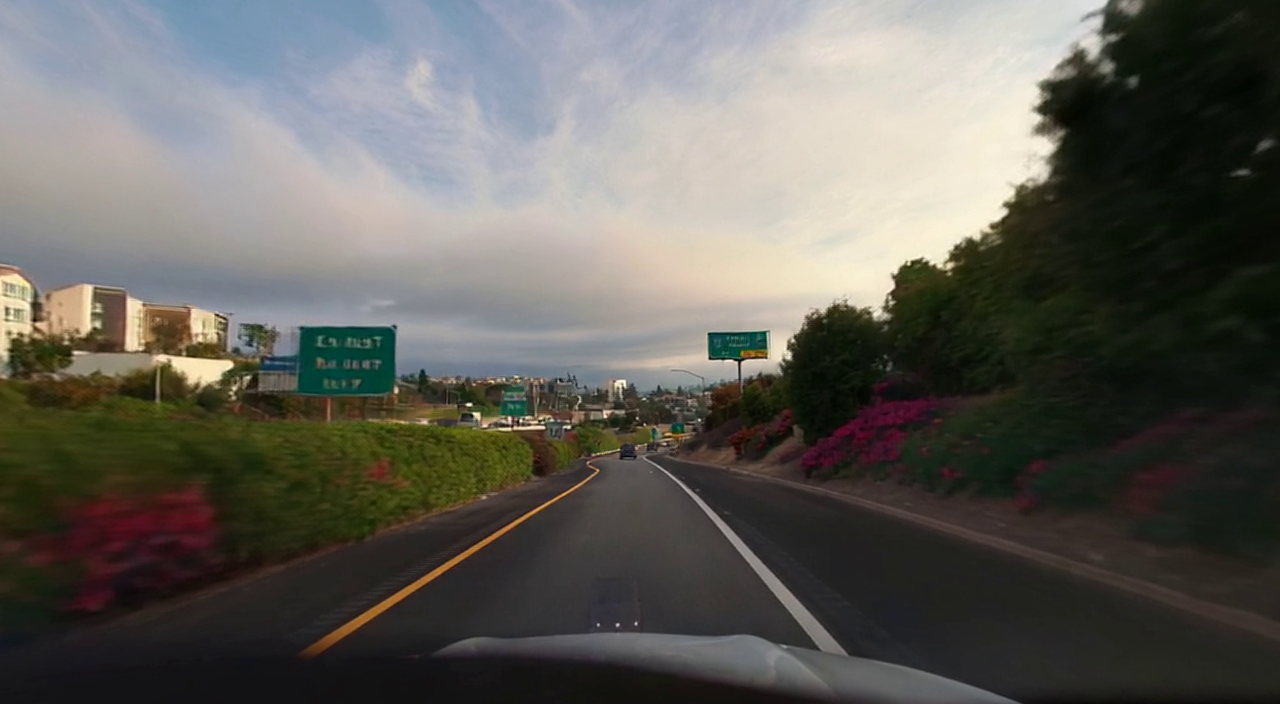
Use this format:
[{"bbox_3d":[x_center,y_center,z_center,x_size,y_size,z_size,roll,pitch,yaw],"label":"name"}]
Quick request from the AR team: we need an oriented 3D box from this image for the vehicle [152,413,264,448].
[{"bbox_3d":[-19.470,3.628,28.791,1.931,1.451,4.683,0,-8,-2],"label":"vehicle"}]
